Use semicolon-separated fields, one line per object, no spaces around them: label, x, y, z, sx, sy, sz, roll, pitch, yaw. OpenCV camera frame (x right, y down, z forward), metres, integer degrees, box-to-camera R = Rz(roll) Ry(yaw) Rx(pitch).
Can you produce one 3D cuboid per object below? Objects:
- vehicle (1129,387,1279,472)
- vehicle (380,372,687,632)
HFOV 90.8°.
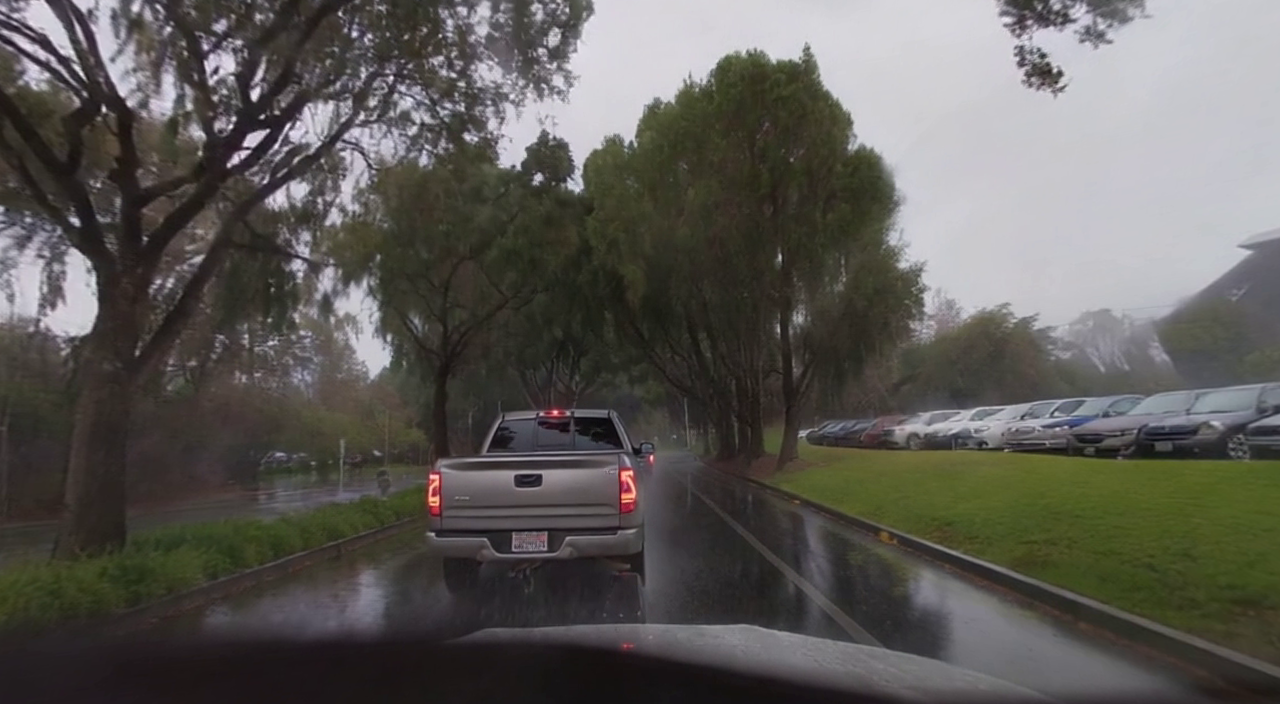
vehicle;11.883;1.402;11.478;4.298;1.392;1.944;-1;-8;2
vehicle;-0.681;1.419;7.033;2.157;1.816;5.039;0;-8;2
